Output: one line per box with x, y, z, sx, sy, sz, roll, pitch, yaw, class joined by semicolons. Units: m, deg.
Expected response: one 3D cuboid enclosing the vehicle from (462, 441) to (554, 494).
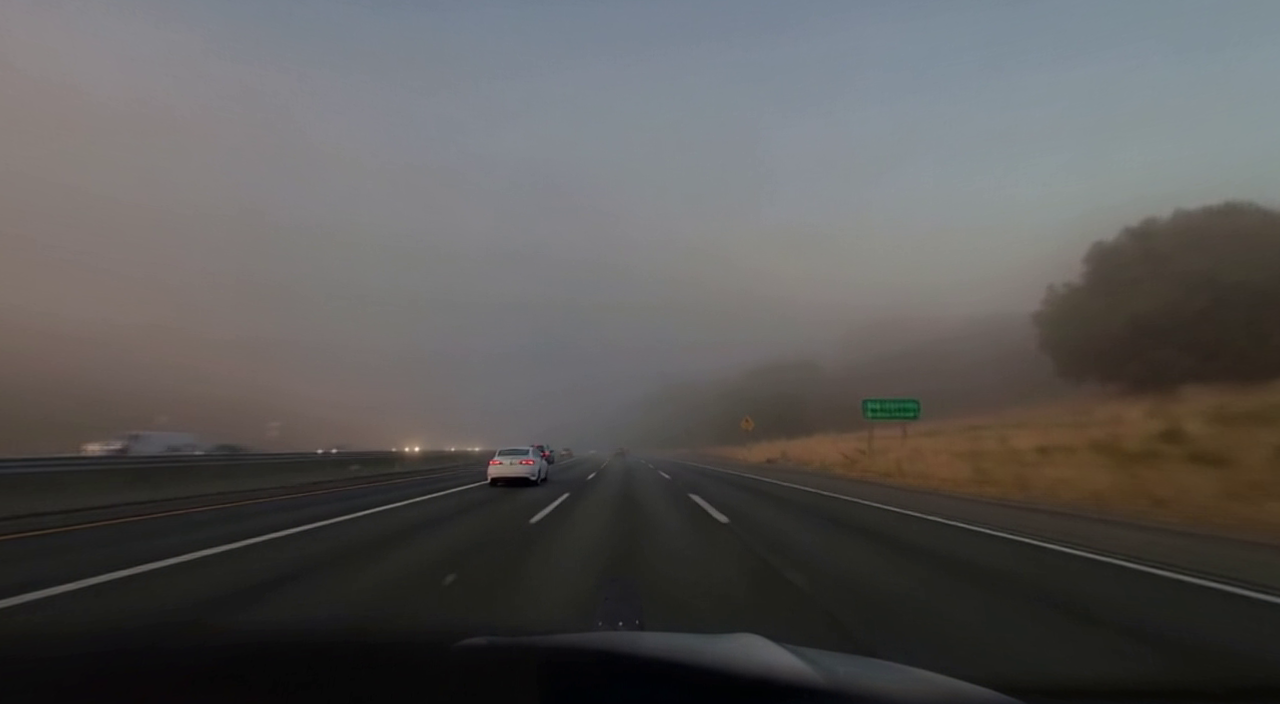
-4.164;3.712;20.743;2.073;1.516;4.478;0;-9;0;vehicle

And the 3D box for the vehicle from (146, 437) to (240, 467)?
-25.498;5.735;36.275;1.940;1.597;4.711;0;-9;-1;vehicle

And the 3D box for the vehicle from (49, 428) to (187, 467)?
-29.223;5.413;35.779;2.609;2.014;6.121;0;-9;-1;vehicle
